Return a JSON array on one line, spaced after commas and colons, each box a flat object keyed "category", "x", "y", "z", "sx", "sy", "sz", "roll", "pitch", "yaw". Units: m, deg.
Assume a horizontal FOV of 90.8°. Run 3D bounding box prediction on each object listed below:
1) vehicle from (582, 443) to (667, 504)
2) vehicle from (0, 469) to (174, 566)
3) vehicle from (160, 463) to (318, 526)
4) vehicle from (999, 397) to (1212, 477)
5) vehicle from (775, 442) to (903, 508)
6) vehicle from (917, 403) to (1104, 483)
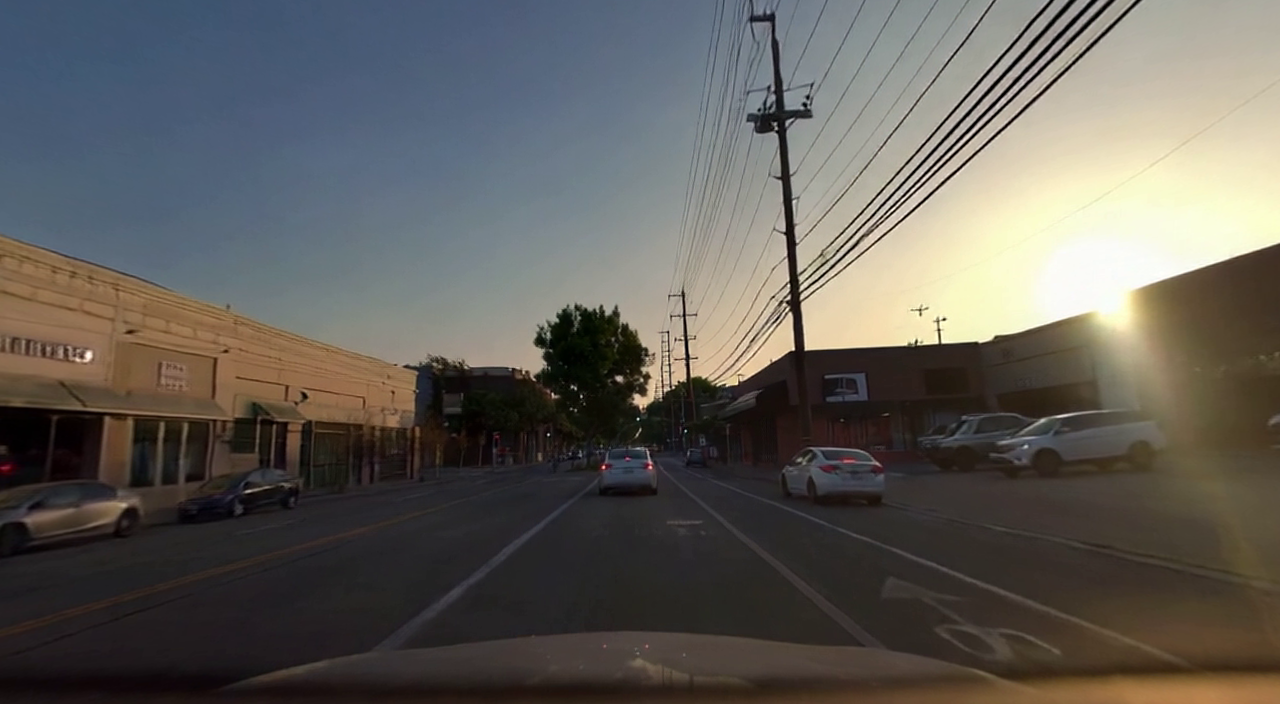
[{"category": "vehicle", "x": -0.397, "y": 3.335, "z": 17.803, "sx": 2.116, "sy": 1.479, "sz": 3.980, "roll": 0, "pitch": -8, "yaw": 0}, {"category": "vehicle", "x": -11.683, "y": 3.119, "z": 12.400, "sx": 1.828, "sy": 1.457, "sz": 4.371, "roll": 0, "pitch": -9, "yaw": -2}, {"category": "vehicle", "x": -11.503, "y": 4.080, "z": 18.539, "sx": 1.817, "sy": 1.480, "sz": 4.282, "roll": 0, "pitch": -9, "yaw": 0}, {"category": "vehicle", "x": 14.217, "y": 2.720, "z": 19.921, "sx": 2.418, "sy": 2.139, "sz": 5.365, "roll": 0, "pitch": -9, "yaw": -2}, {"category": "vehicle", "x": 5.220, "y": 3.266, "z": 17.302, "sx": 1.937, "sy": 1.523, "sz": 4.541, "roll": 0, "pitch": -9, "yaw": -1}, {"category": "vehicle", "x": 11.217, "y": 2.872, "z": 19.886, "sx": 2.329, "sy": 2.145, "sz": 5.841, "roll": 0, "pitch": -8, "yaw": 0}]
